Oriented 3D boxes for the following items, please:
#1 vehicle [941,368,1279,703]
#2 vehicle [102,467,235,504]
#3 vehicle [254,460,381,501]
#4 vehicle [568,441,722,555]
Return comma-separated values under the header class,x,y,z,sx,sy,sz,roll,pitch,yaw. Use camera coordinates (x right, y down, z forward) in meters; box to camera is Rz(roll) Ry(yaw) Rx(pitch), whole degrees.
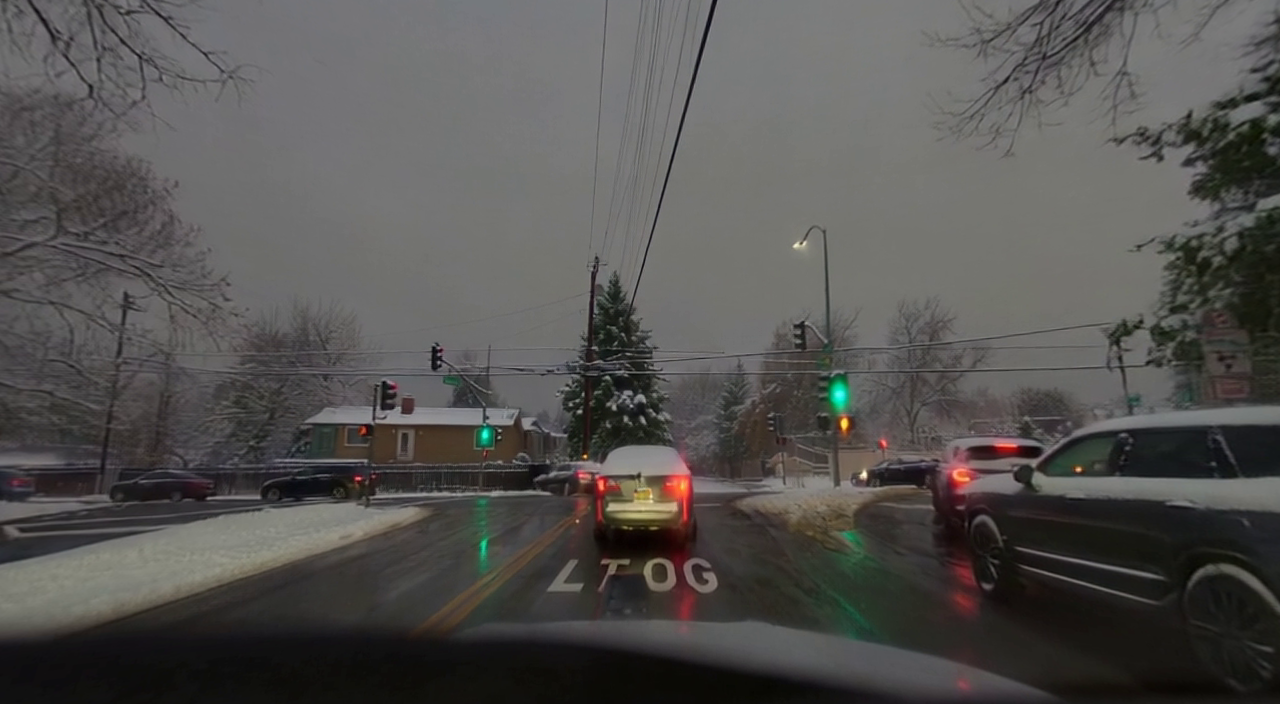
class,x,y,z,sx,sy,sz,roll,pitch,yaw
vehicle,4.572,1.278,5.131,2.095,1.836,4.895,-1,-8,4
vehicle,-21.080,5.946,28.261,4.736,1.475,1.921,-2,-9,9
vehicle,-13.885,5.507,27.245,4.485,1.625,1.980,-2,-9,10
vehicle,0.105,2.313,10.824,2.078,1.506,4.512,0,-8,1
